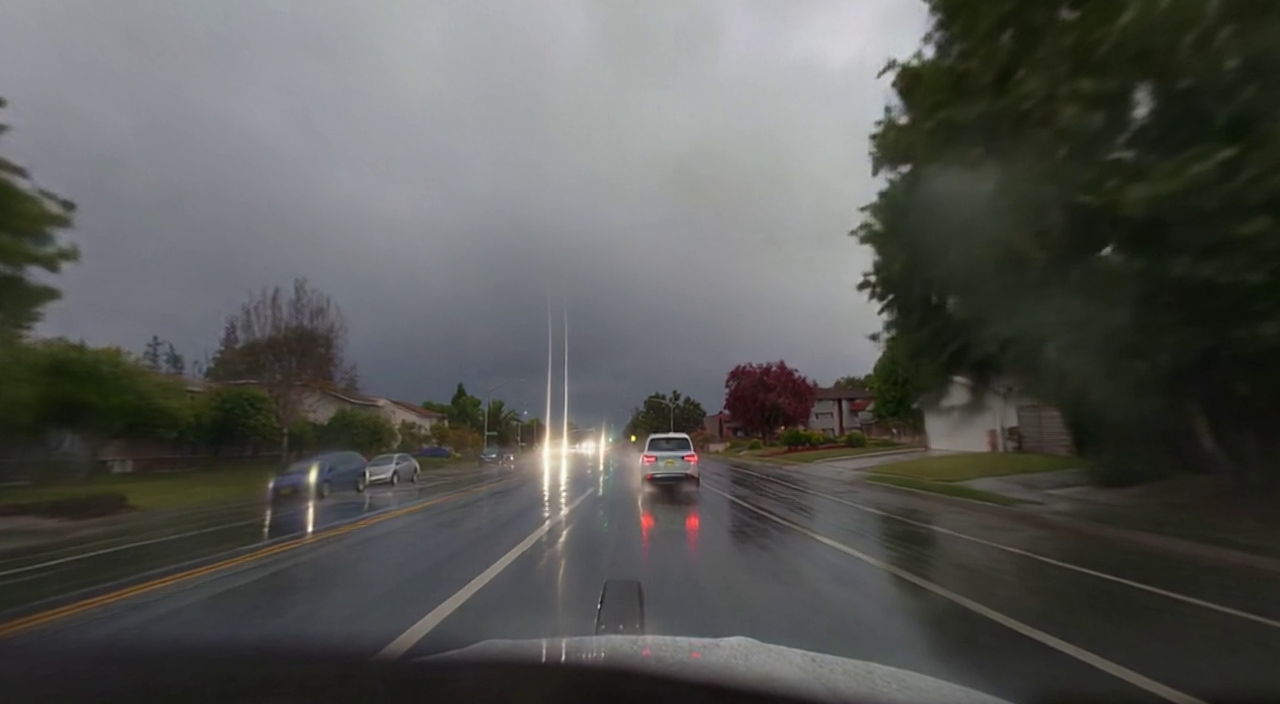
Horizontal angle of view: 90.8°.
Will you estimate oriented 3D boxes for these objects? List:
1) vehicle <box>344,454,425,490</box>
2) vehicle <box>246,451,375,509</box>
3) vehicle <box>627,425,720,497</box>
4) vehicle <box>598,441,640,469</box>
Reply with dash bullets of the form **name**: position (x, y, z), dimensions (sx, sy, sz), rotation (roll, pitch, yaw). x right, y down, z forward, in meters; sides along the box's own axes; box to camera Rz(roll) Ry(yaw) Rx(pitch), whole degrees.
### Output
- **vehicle**: position (-11.870, 5.584, 29.672), dimensions (1.831, 1.464, 4.520), rotation (0, -8, 1)
- **vehicle**: position (-12.173, 4.687, 23.792), dimensions (2.150, 1.644, 5.120), rotation (-8, -9, -2)
- **vehicle**: position (0.795, 3.054, 18.112), dimensions (2.200, 1.763, 4.676), rotation (0, -8, -3)
- **vehicle**: position (-1.209, 5.624, 34.636), dimensions (2.196, 1.449, 4.006), rotation (0, -8, -4)
